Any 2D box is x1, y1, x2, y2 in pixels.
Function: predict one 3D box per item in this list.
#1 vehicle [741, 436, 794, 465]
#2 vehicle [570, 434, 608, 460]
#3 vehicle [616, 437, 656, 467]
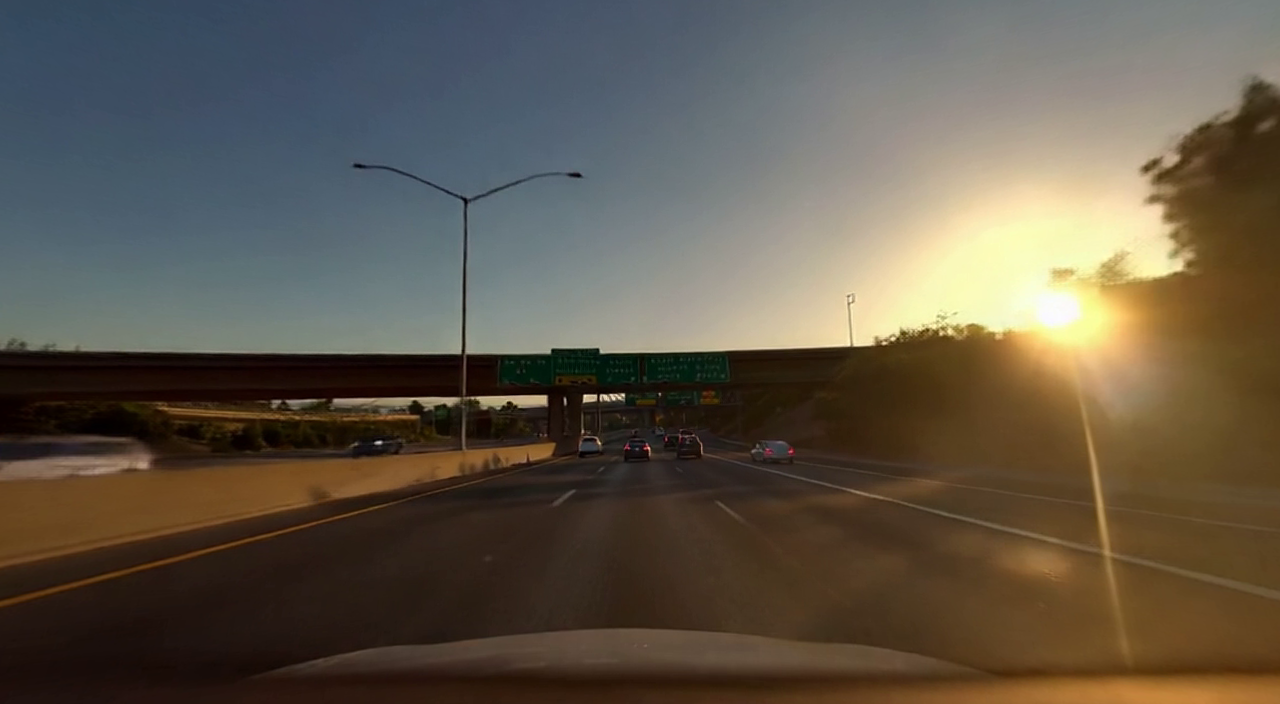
[{"bbox_3d":[7.041,5.488,35.268,1.935,1.478,4.433,0,-9,-1],"label":"vehicle"},{"bbox_3d":[-3.450,6.518,43.378,2.123,1.661,4.601,0,-9,1],"label":"vehicle"},{"bbox_3d":[-0.231,5.272,33.509,1.985,1.457,4.227,0,-9,-1],"label":"vehicle"}]
